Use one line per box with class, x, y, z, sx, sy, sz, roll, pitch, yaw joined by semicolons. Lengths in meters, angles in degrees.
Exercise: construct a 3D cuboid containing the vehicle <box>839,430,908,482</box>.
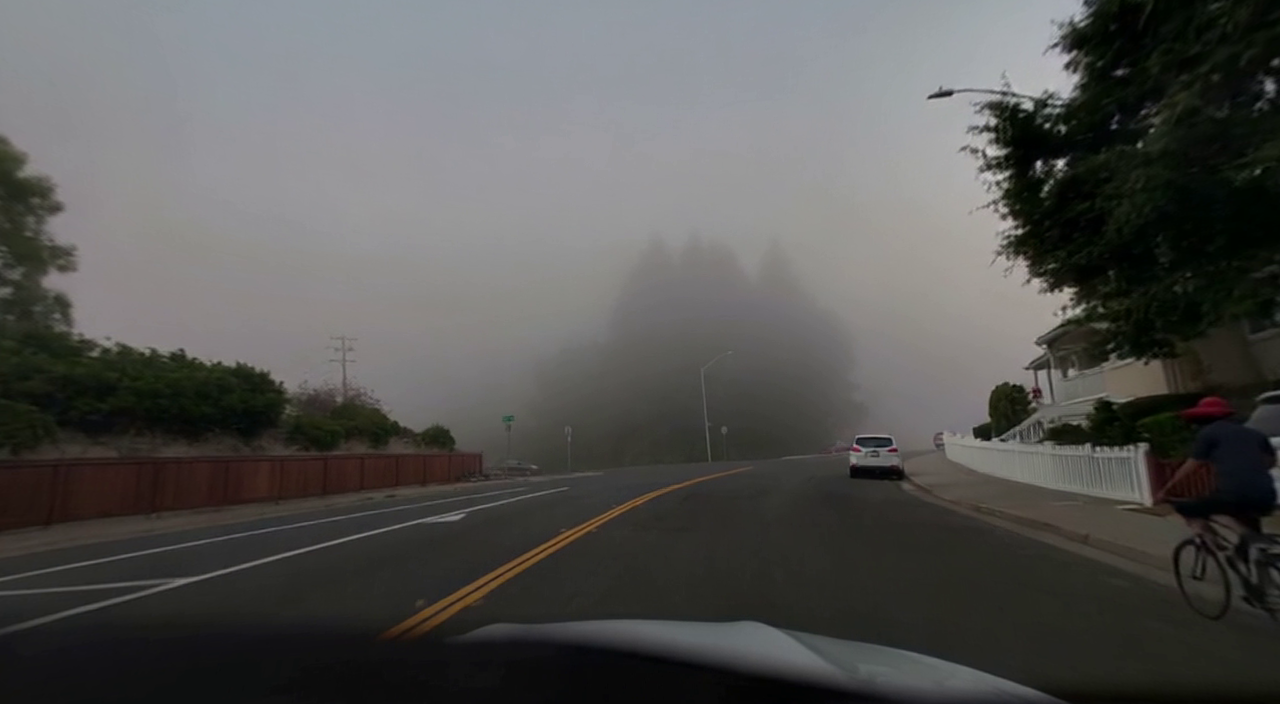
vehicle;8.513;3.802;23.354;2.105;1.705;4.392;-2;-9;17
